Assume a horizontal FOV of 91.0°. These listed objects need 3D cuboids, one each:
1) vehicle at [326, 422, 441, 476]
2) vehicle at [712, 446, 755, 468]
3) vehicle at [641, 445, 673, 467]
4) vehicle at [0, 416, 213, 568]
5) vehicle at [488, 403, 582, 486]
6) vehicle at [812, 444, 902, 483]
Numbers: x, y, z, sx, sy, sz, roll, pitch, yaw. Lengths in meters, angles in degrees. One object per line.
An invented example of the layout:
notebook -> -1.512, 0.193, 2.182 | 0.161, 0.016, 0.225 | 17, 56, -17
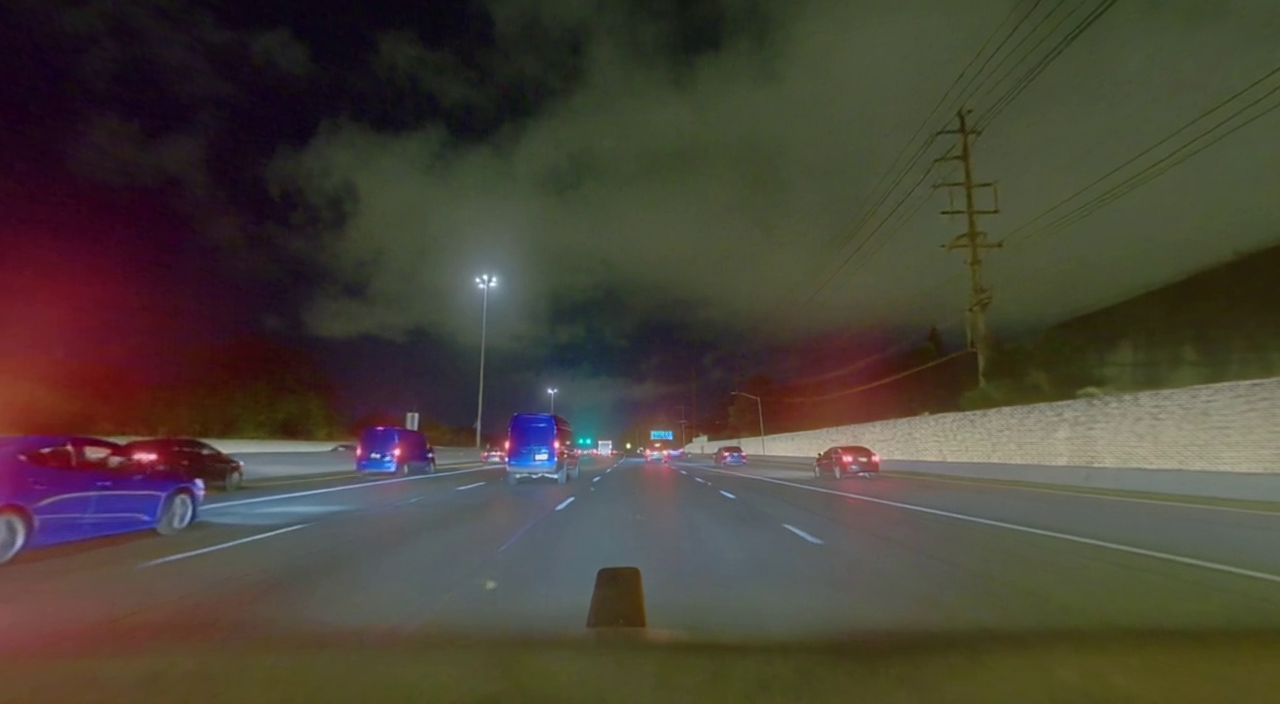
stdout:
vehicle -> -11.379, 4.402, 28.630 | 2.596, 2.162, 6.328 | 0, -9, 0
vehicle -> 6.611, 7.500, 45.106 | 2.095, 1.504, 4.536 | 0, -9, -4
vehicle -> 1.173, 7.477, 45.394 | 2.084, 1.492, 4.137 | 0, -9, -1
vehicle -> -7.484, 1.564, 7.281 | 1.967, 1.525, 4.458 | 0, -9, 0
vehicle -> -3.658, 3.438, 23.313 | 2.395, 2.660, 5.827 | 0, -9, 1
vehicle -> 9.007, 4.660, 26.592 | 2.052, 1.470, 4.364 | 0, -9, -3
